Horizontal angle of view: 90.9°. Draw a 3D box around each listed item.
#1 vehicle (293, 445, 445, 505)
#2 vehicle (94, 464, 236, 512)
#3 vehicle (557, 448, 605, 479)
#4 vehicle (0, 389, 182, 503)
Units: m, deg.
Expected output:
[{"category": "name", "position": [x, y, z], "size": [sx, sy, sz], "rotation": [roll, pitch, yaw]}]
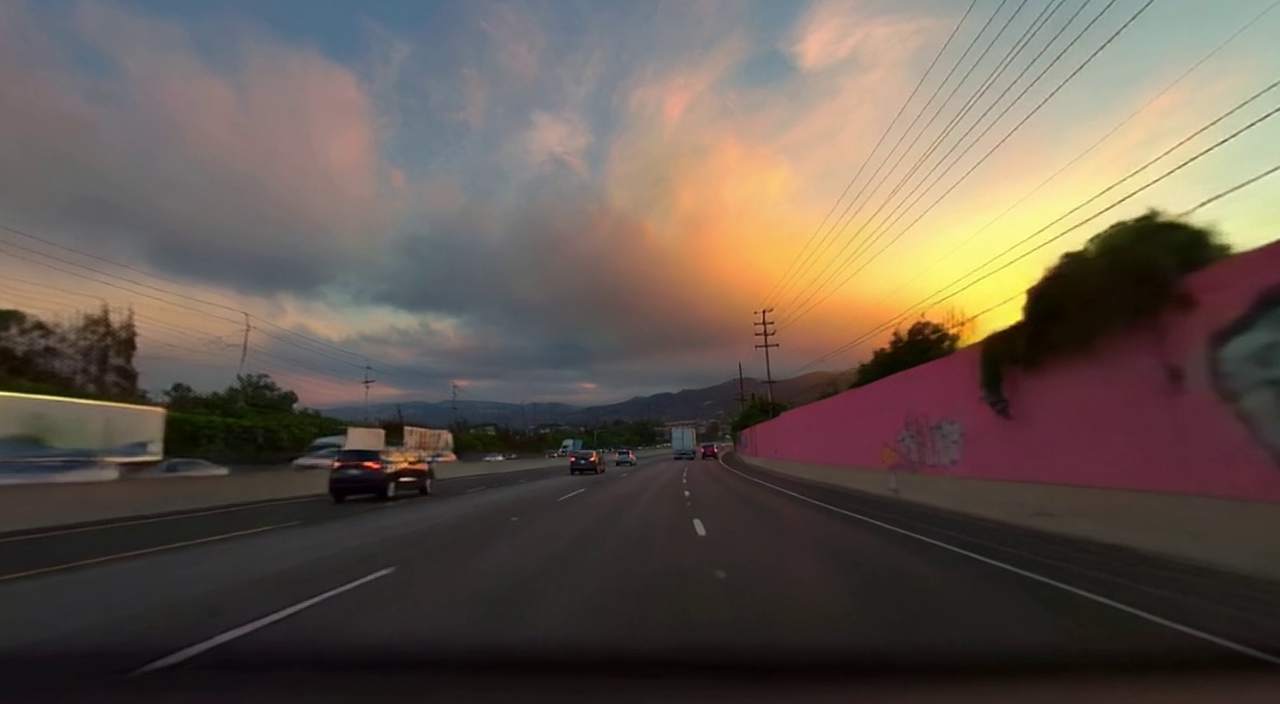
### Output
[{"category": "vehicle", "position": [-7.702, 3.534, 18.575], "size": [2.142, 1.503, 4.767], "rotation": [-1, -9, 3]}, {"category": "vehicle", "position": [-15.949, 4.558, 21.450], "size": [1.789, 1.390, 3.746], "rotation": [-1, -9, 2]}, {"category": "vehicle", "position": [-3.103, 5.984, 33.972], "size": [1.966, 1.565, 3.766], "rotation": [-1, -9, 4]}, {"category": "vehicle", "position": [-24.210, 3.468, 23.171], "size": [2.886, 4.024, 14.699], "rotation": [-1, -9, 4]}]
